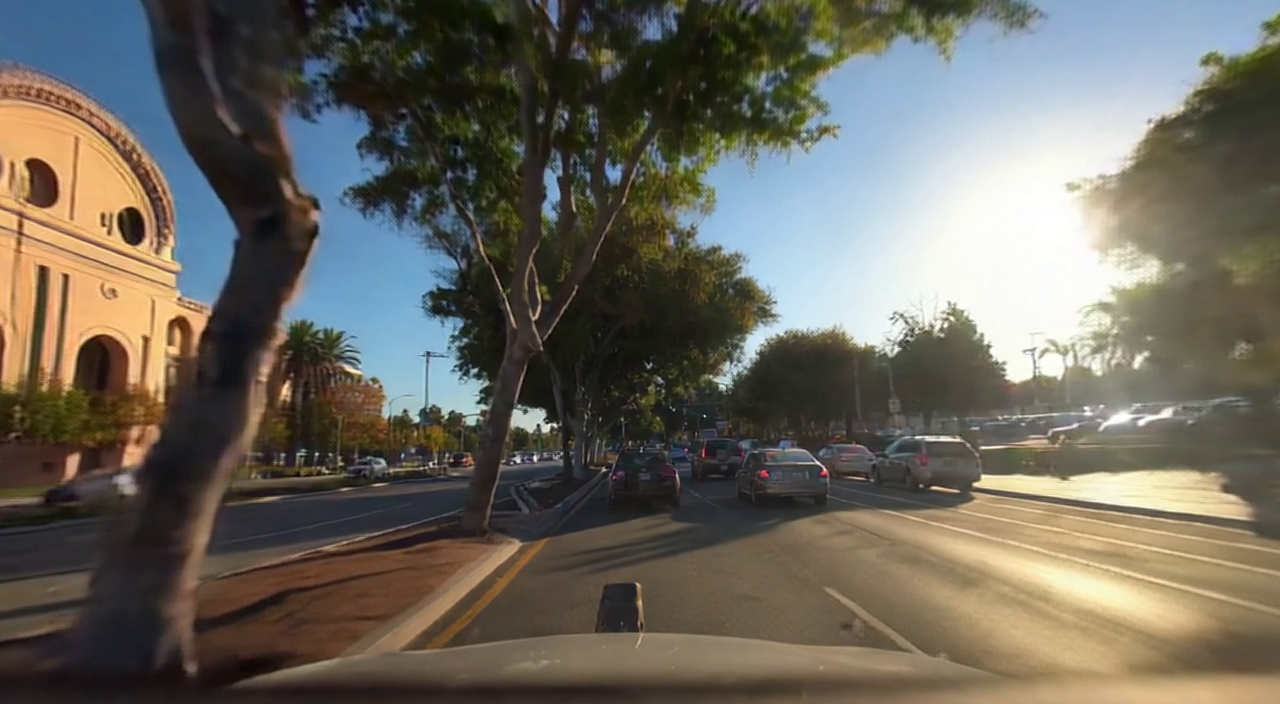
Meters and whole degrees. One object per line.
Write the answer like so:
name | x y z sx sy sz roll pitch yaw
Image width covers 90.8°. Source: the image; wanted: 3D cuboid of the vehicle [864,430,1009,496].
vehicle | 8.620 3.265 18.955 1.994 1.715 4.777 0 -9 0

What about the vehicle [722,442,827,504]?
vehicle | 3.496 3.209 17.253 1.833 1.465 4.258 0 -9 -1

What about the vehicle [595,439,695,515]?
vehicle | 0.059 2.832 14.792 2.050 1.521 3.747 0 -9 -1

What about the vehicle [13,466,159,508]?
vehicle | -23.917 5.808 27.577 1.957 1.493 4.900 0 -9 0

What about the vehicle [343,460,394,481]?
vehicle | -20.960 9.121 48.937 1.856 1.429 4.672 0 -9 0
